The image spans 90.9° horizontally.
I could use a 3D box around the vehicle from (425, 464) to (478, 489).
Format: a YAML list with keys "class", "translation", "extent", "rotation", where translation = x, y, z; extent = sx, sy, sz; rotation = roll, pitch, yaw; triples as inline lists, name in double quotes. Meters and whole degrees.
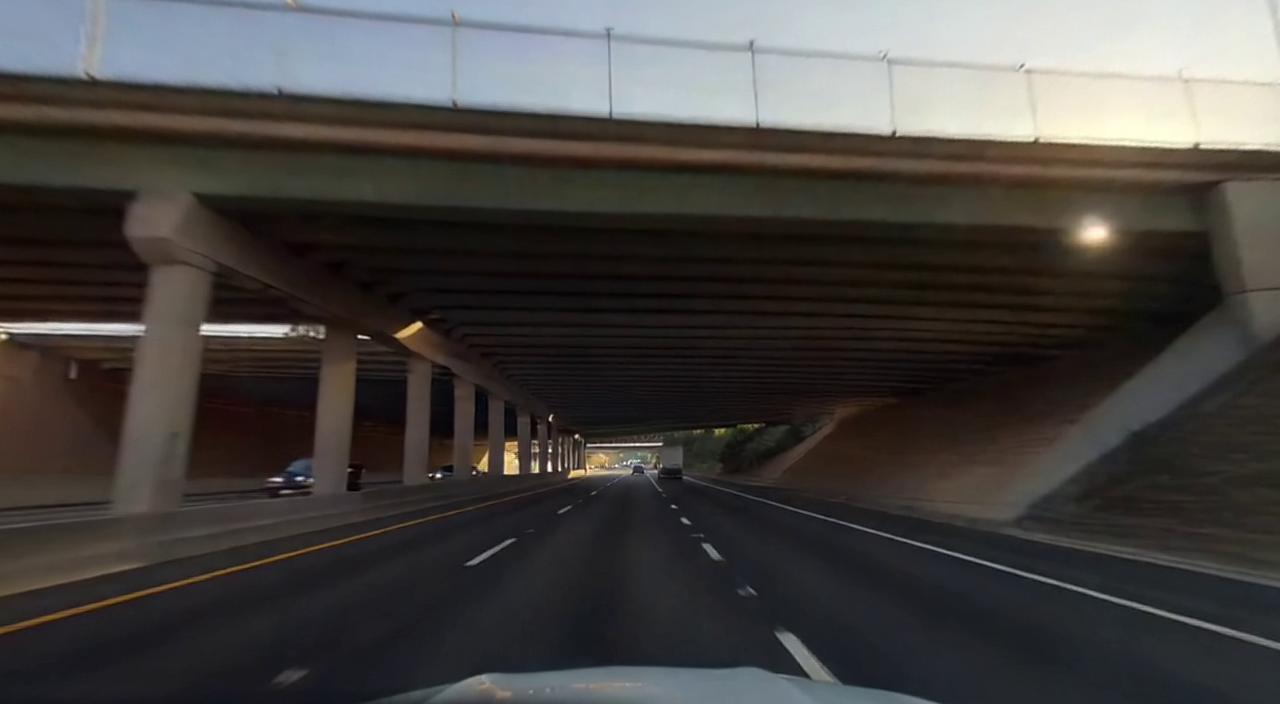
- class: "vehicle"
  translation: [-12.723, 8.442, 42.825]
  extent: [2.034, 1.579, 4.707]
  rotation: [1, -10, 1]

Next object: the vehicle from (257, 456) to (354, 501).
- class: "vehicle"
  translation: [-16.181, 6.138, 30.829]
  extent: [2.033, 1.979, 4.783]
  rotation: [1, -10, 0]
